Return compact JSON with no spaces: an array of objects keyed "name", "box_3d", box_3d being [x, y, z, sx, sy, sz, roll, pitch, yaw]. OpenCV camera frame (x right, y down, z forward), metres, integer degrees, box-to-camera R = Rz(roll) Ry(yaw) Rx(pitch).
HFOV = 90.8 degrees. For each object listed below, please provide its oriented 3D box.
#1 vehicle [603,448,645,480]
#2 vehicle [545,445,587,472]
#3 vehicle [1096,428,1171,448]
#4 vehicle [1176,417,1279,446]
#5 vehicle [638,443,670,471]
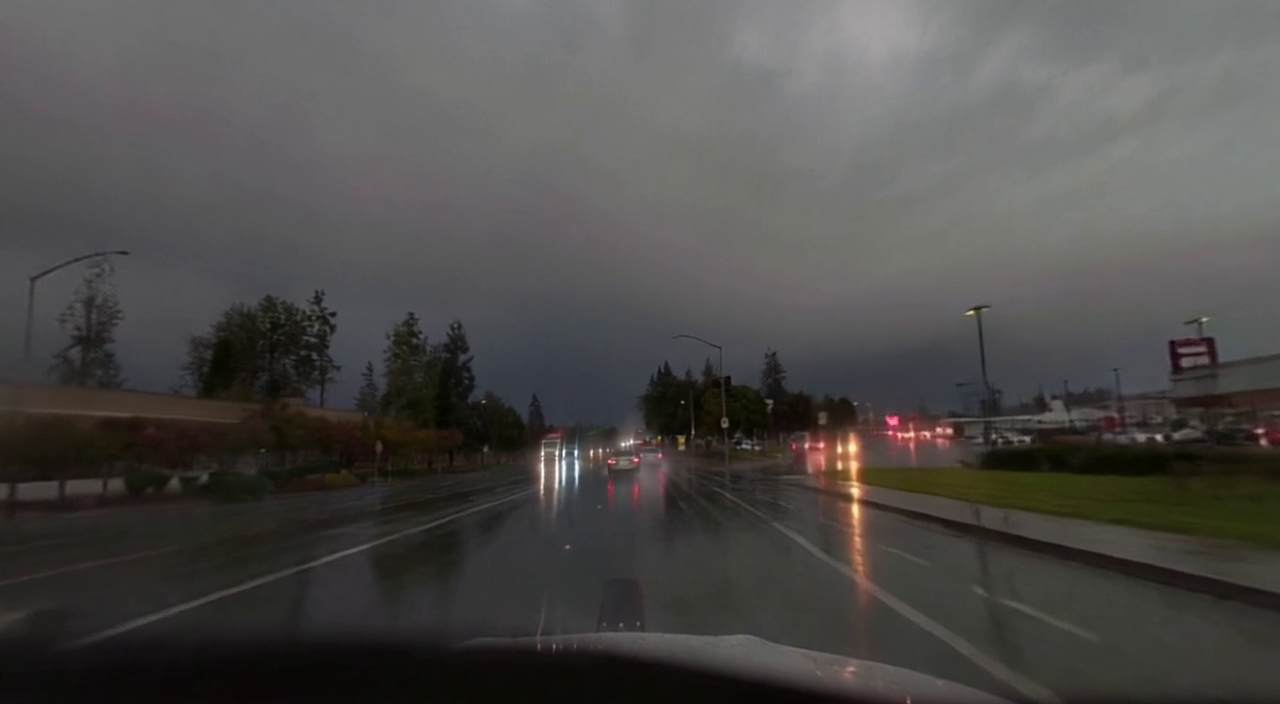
[{"name":"vehicle","box_3d":[-0.754,5.407,30.809,1.917,1.418,3.987,0,-8,-1]},{"name":"vehicle","box_3d":[-5.523,8.004,47.946,2.298,1.905,5.777,-1,-8,1]},{"name":"vehicle","box_3d":[38.353,6.732,49.219,1.810,1.442,4.420,1,-9,-11]},{"name":"vehicle","box_3d":[42.116,5.648,45.225,2.123,1.852,5.401,0,-6,-12]},{"name":"vehicle","box_3d":[0.911,7.146,43.384,2.046,1.768,4.370,-1,-8,0]}]
